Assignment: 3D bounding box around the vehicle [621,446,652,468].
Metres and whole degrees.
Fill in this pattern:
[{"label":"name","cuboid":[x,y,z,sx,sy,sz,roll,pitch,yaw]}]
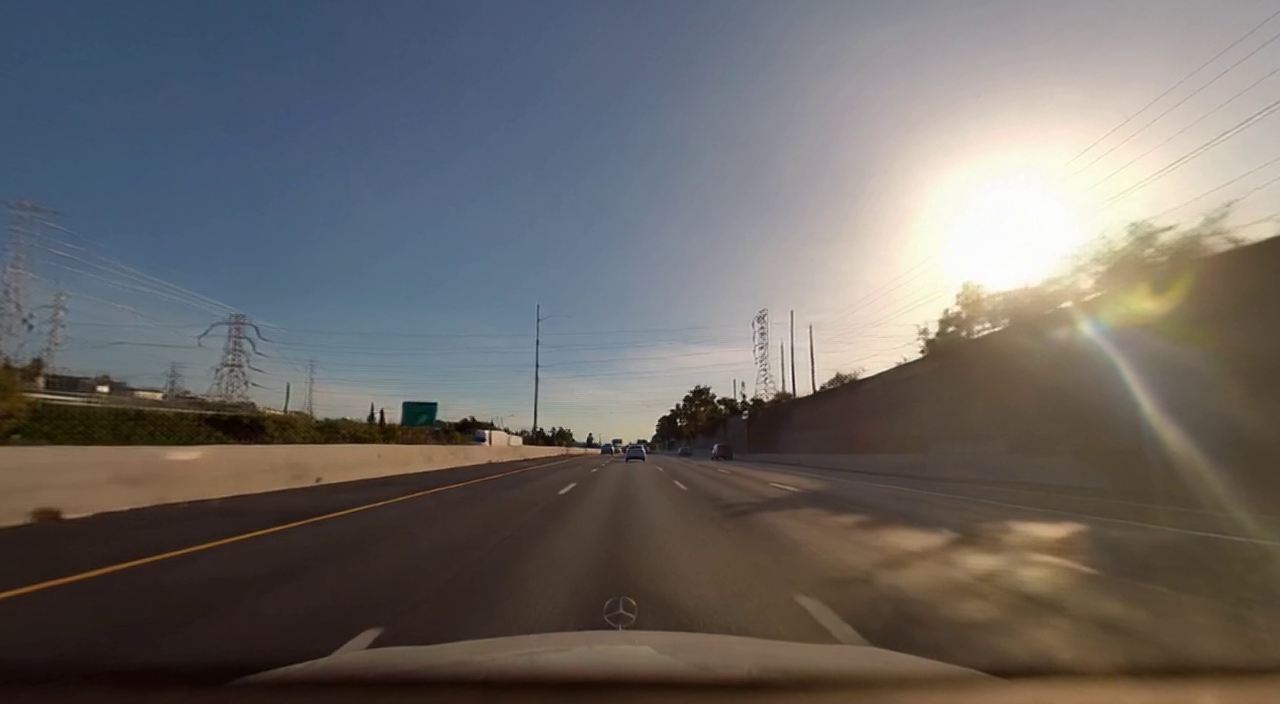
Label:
[{"label":"vehicle","cuboid":[-0.297,7.451,45.204,2.109,1.489,4.027,0,-8,-1]}]
